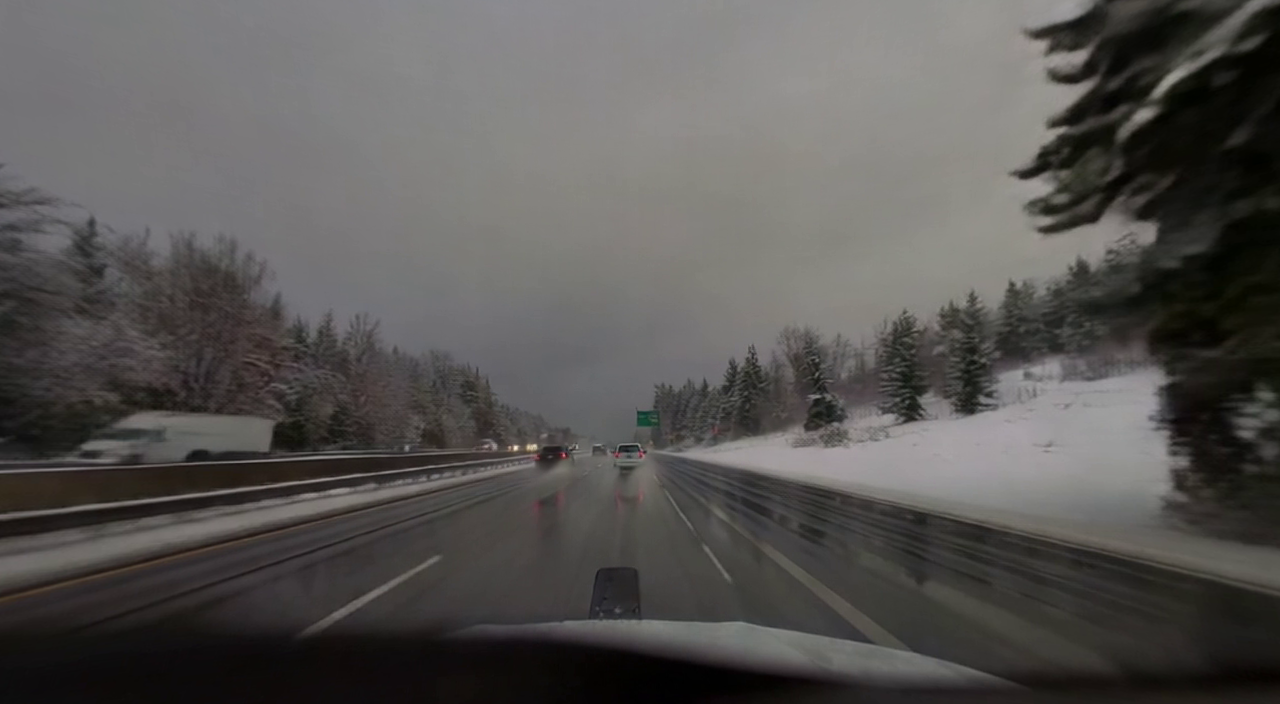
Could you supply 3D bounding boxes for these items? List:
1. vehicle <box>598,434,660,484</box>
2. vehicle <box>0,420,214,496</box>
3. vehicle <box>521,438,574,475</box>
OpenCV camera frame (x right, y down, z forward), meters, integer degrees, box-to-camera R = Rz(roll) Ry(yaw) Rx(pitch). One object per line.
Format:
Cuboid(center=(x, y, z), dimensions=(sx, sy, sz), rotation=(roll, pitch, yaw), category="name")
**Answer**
Cuboid(center=(-0.386, 3.988, 23.566), dimensions=(2.115, 1.661, 4.049), rotation=(0, -9, 0), category="vehicle")
Cuboid(center=(-13.313, 2.626, 15.709), dimensions=(2.003, 1.594, 4.599), rotation=(-1, -9, 0), category="vehicle")
Cuboid(center=(-4.609, 5.301, 31.916), dimensions=(1.974, 1.688, 4.727), rotation=(-1, -9, 0), category="vehicle")
